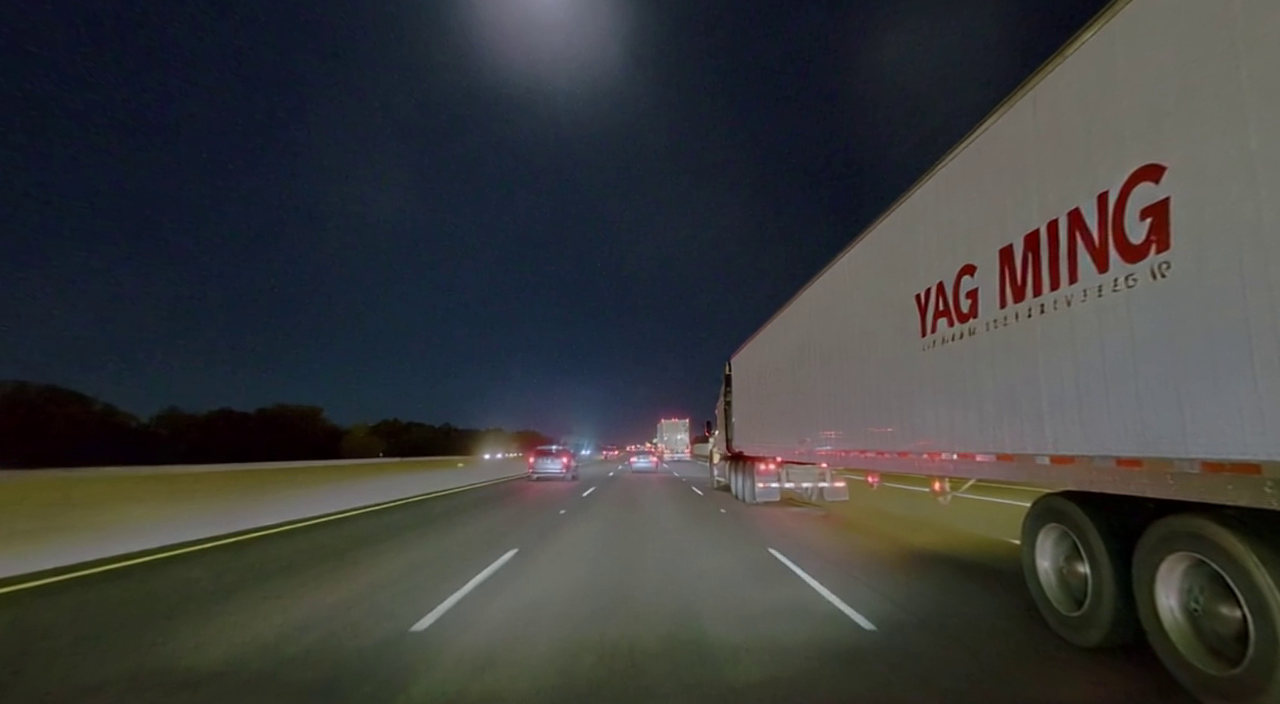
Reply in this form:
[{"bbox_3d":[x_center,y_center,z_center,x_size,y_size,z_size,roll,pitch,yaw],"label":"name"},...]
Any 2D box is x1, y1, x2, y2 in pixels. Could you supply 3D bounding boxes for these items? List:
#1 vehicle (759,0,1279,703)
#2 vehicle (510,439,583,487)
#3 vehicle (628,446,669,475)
[{"bbox_3d":[3.878,0.303,6.879,2.821,4.077,12.562,0,-9,1],"label":"vehicle"},{"bbox_3d":[-3.649,4.452,25.690,2.091,1.722,4.974,-1,-9,2],"label":"vehicle"},{"bbox_3d":[0.435,5.859,34.346,2.063,1.469,4.208,0,-9,0],"label":"vehicle"}]
